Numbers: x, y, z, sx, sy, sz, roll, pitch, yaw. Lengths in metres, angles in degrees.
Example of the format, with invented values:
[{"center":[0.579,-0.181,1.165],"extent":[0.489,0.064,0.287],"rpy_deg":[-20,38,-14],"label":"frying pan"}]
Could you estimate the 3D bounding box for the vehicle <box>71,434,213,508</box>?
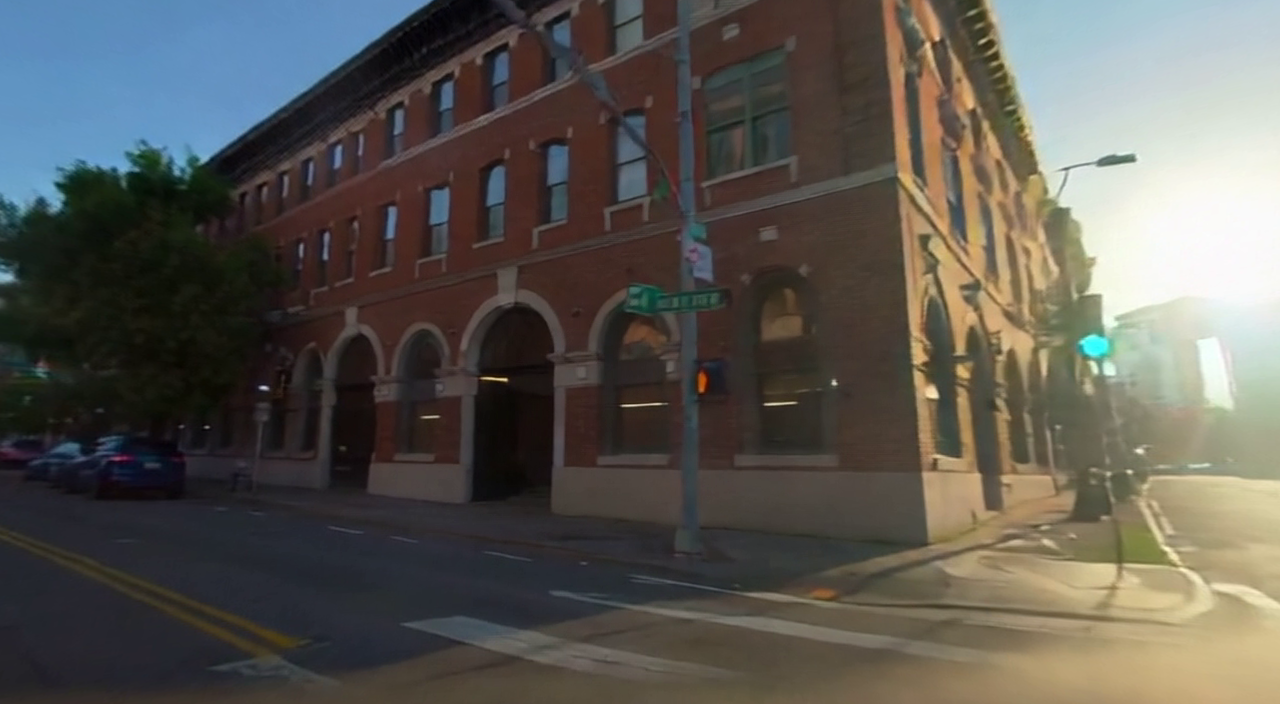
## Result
[{"center":[-14.154,3.290,17.833],"extent":[4.518,1.804,1.953],"rpy_deg":[-7,-11,37],"label":"vehicle"}]
